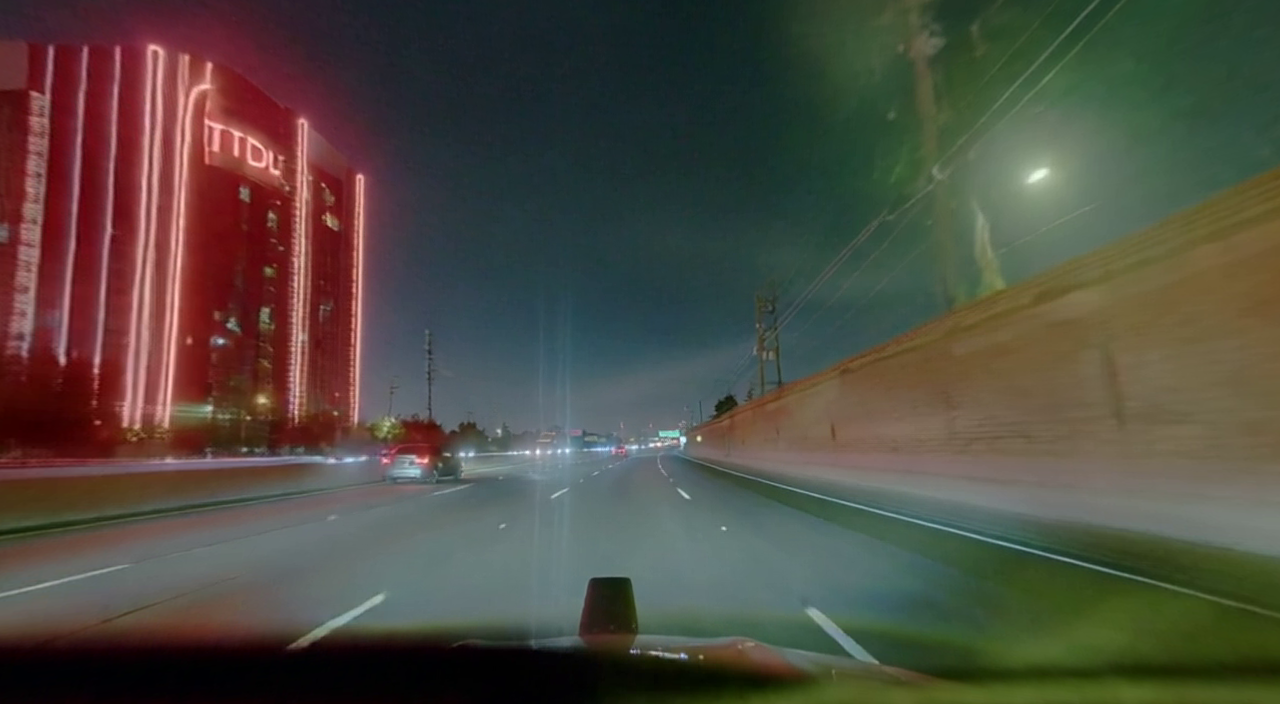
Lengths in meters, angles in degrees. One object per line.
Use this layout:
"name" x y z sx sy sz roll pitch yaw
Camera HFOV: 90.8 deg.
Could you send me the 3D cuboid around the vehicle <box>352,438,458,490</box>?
"vehicle" -7.738 3.708 21.254 2.013 1.574 3.923 0 -8 0
